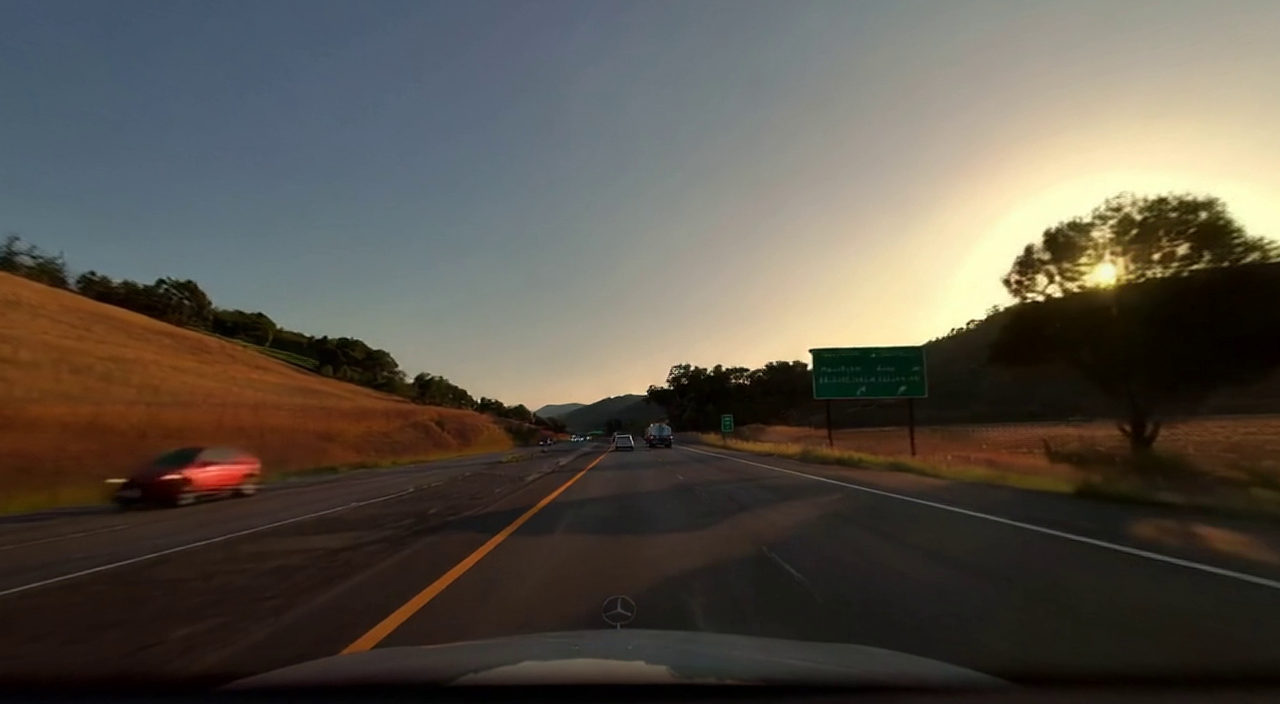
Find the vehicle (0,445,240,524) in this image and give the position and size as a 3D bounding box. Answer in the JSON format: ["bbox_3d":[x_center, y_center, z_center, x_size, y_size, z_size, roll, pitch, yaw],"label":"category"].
[{"bbox_3d":[-12.275,3.095,15.370,1.985,1.544,4.619,0,-8,-1],"label":"vehicle"}]
